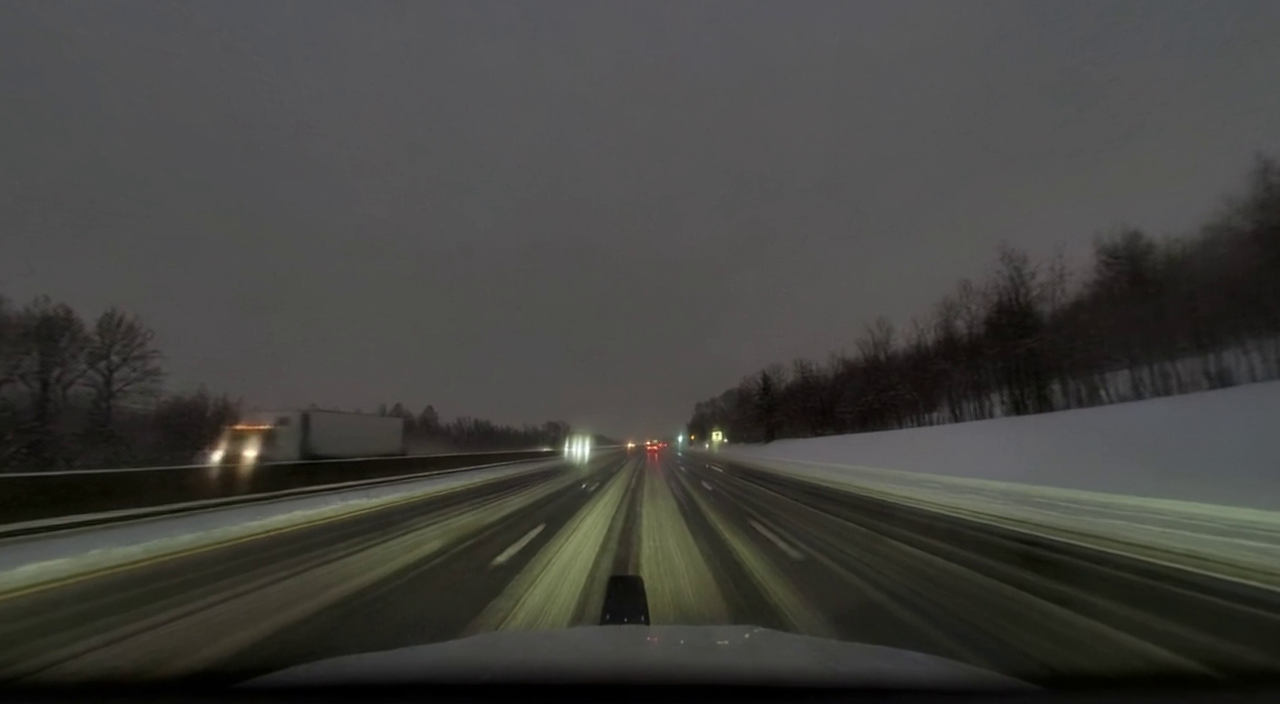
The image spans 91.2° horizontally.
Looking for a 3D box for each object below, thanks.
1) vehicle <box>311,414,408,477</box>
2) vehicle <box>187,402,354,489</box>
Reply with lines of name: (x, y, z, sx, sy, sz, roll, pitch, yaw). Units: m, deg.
vehicle: (-19.753, 6.668, 44.864, 2.872, 4.021, 8.230, 0, -9, 1)
vehicle: (-19.975, 5.207, 35.055, 3.018, 4.100, 9.977, 0, -9, 1)
